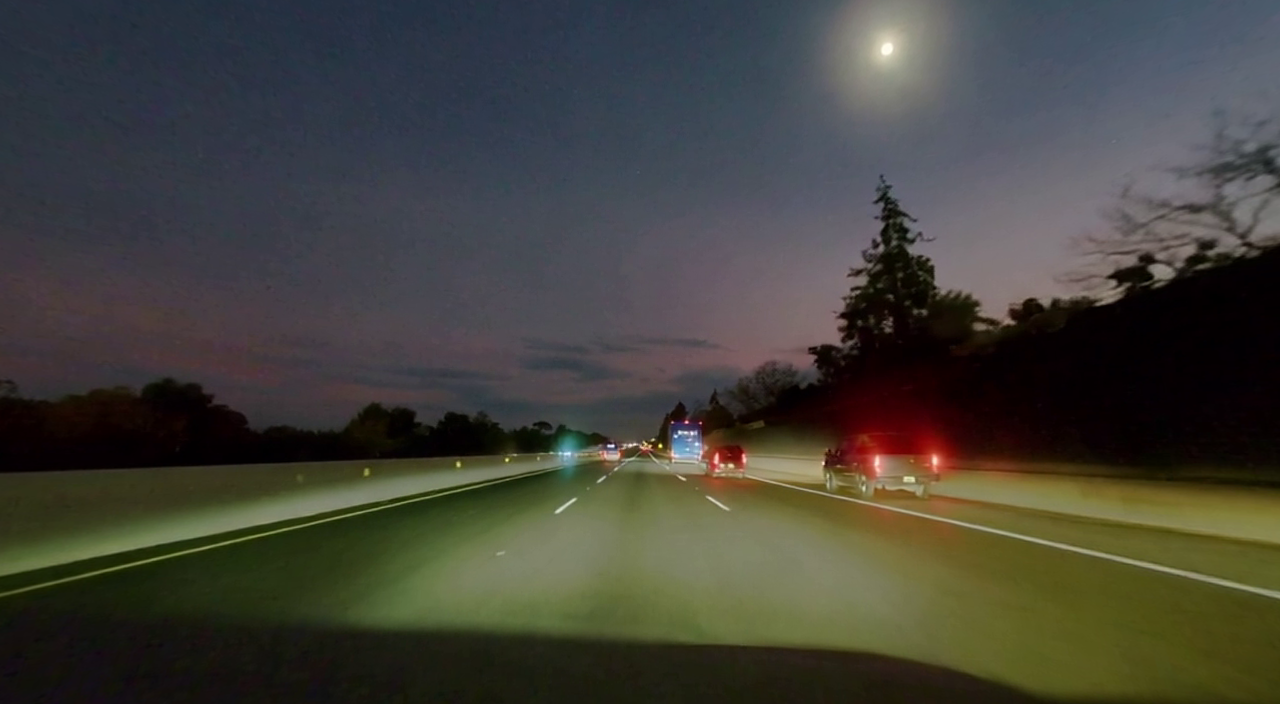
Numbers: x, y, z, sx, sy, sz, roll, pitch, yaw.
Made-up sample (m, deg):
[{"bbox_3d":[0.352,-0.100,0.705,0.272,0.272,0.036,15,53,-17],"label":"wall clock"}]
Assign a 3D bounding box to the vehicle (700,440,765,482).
[{"bbox_3d":[3.919,4.696,27.392,2.066,1.638,4.158,0,-9,-2],"label":"vehicle"}]
